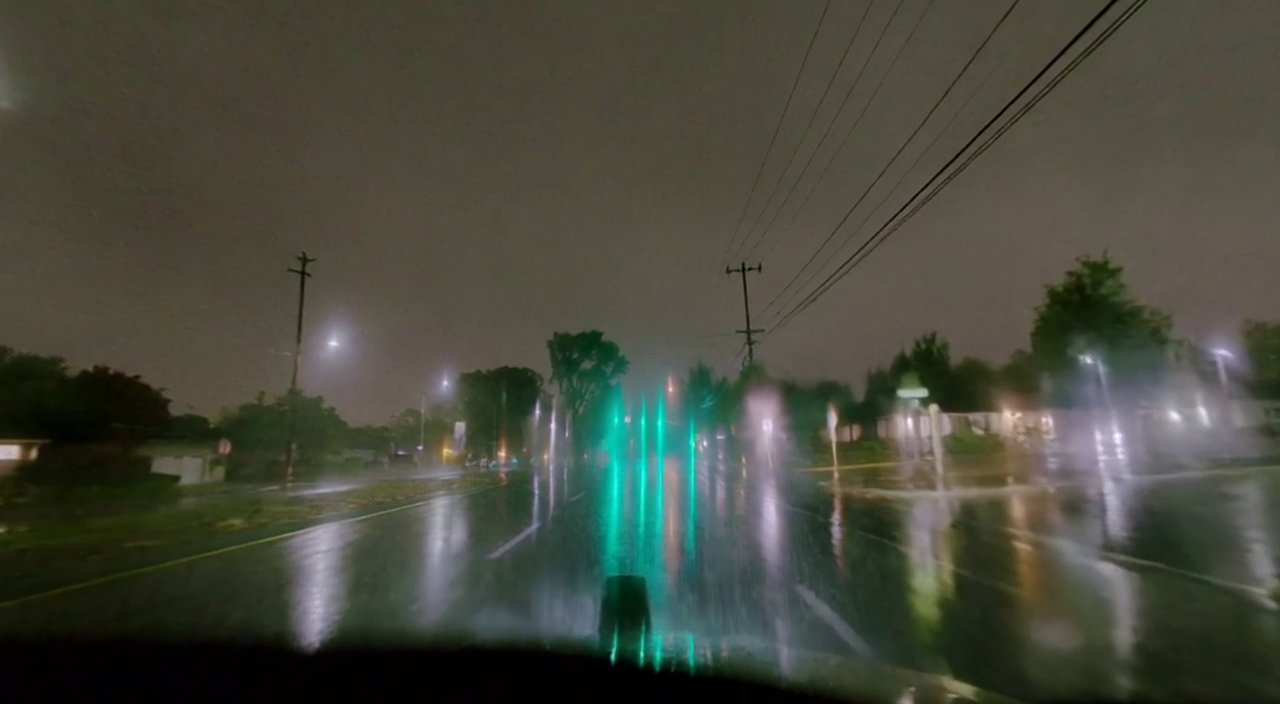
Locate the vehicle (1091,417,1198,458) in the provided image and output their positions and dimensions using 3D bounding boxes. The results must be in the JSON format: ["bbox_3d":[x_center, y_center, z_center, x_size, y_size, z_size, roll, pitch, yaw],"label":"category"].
[{"bbox_3d":[26.666,4.580,33.565,2.009,2.044,4.571,0,-9,3],"label":"vehicle"}]
